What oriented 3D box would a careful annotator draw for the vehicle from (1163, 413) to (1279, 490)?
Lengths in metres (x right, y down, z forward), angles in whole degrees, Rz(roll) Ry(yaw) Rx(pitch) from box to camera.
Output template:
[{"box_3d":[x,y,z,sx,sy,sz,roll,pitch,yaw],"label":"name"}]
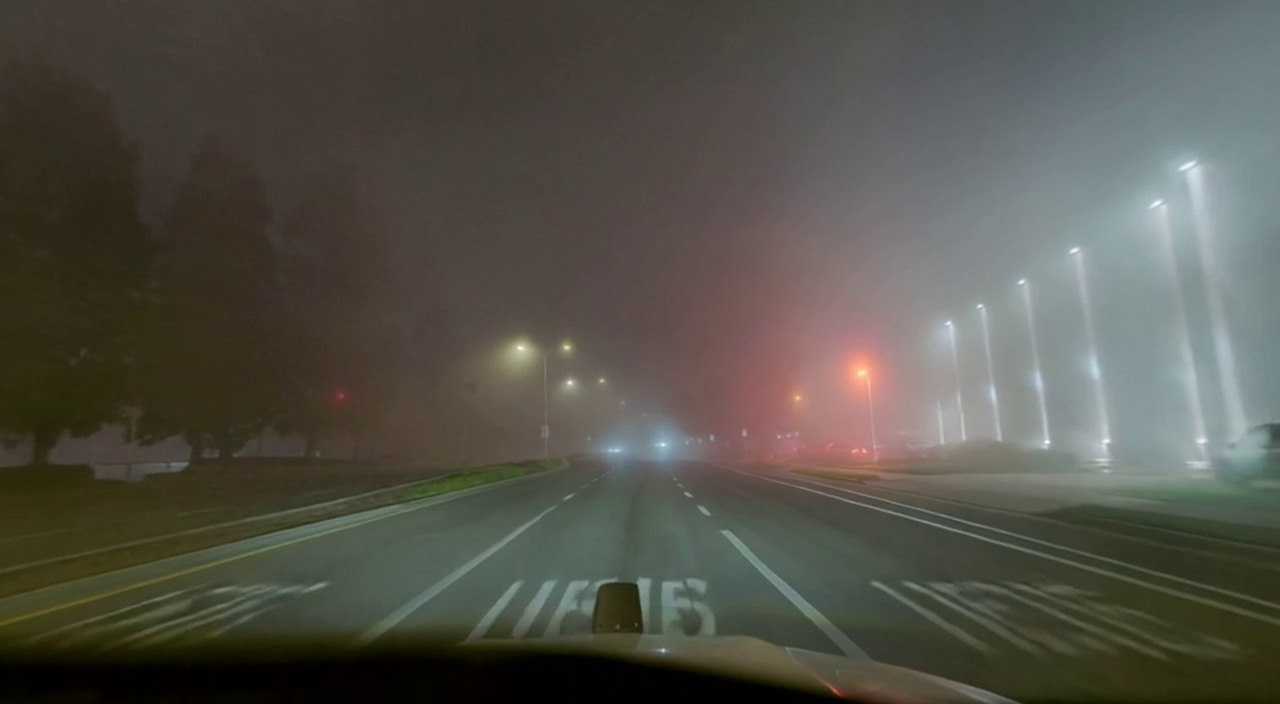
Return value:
[{"box_3d":[13.523,1.999,12.670,1.879,1.507,4.836,0,-9,1],"label":"vehicle"}]
